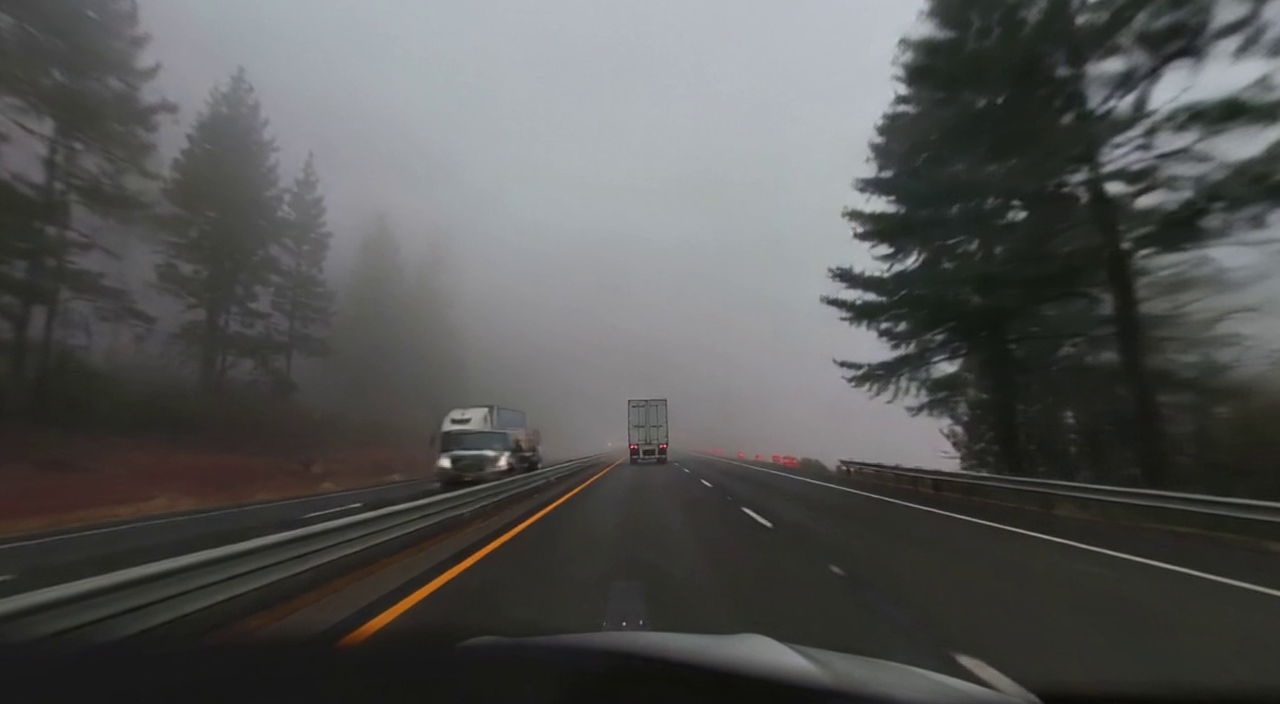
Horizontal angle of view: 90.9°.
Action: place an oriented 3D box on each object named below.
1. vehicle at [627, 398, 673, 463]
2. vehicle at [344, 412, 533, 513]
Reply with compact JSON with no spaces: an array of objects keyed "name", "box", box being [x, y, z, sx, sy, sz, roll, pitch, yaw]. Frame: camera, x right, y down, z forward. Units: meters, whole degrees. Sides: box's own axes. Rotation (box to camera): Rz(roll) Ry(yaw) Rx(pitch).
[{"name":"vehicle","box":[0.523,5.799,45.750,2.935,4.068,11.036,0,-8,-1]},{"name":"vehicle","box":[-4.744,2.763,16.344,2.771,2.097,6.248,0,-8,0]}]
